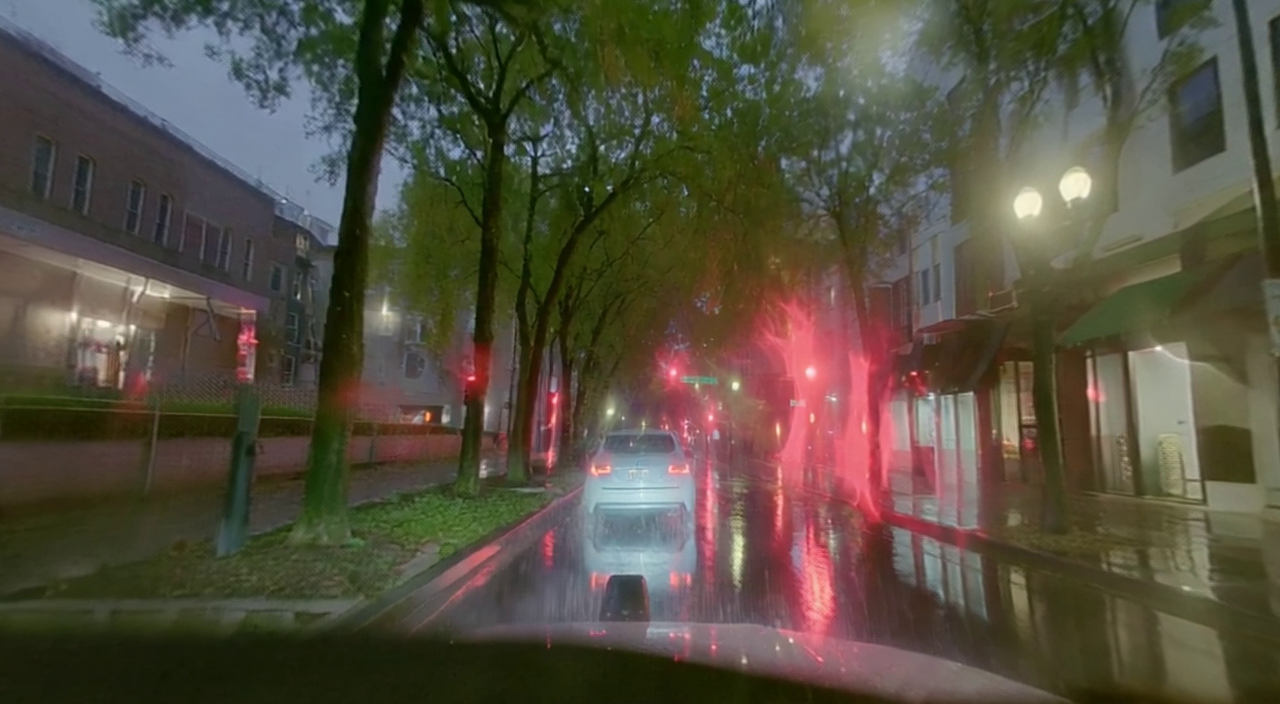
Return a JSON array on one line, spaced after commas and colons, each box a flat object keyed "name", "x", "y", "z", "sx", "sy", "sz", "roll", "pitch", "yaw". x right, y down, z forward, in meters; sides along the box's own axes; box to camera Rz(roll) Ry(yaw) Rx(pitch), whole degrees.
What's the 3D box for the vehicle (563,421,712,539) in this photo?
[{"name": "vehicle", "x": -0.082, "y": 2.079, "z": 10.832, "sx": 2.079, "sy": 1.621, "sz": 3.861, "roll": 0, "pitch": -8, "yaw": -1}]
